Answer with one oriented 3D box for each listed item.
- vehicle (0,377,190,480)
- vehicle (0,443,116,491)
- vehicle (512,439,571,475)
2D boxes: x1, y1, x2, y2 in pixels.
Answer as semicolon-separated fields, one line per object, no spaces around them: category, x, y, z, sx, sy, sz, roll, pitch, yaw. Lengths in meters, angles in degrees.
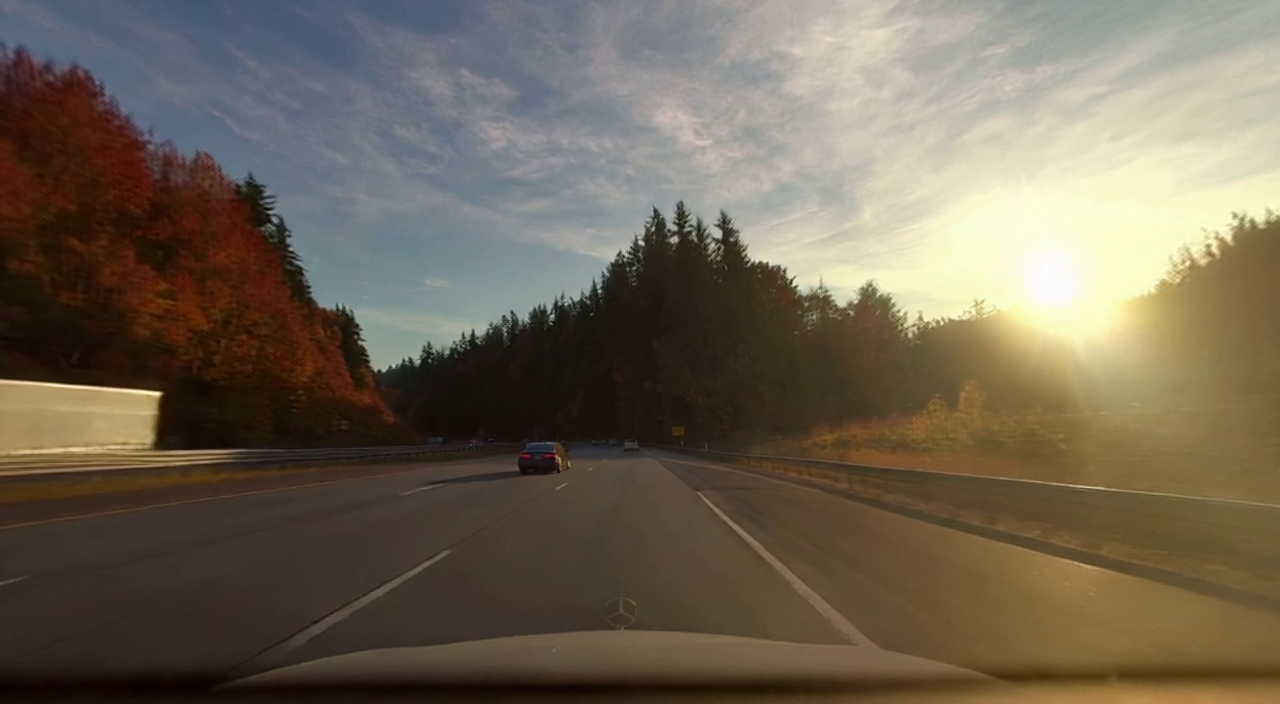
vehicle;-25.305;3.544;28.712;2.937;3.965;8.799;0;-8;-1
vehicle;-21.554;4.047;22.525;1.854;1.490;4.173;0;-8;1
vehicle;-4.444;4.797;29.004;2.004;1.497;4.260;0;-8;1
